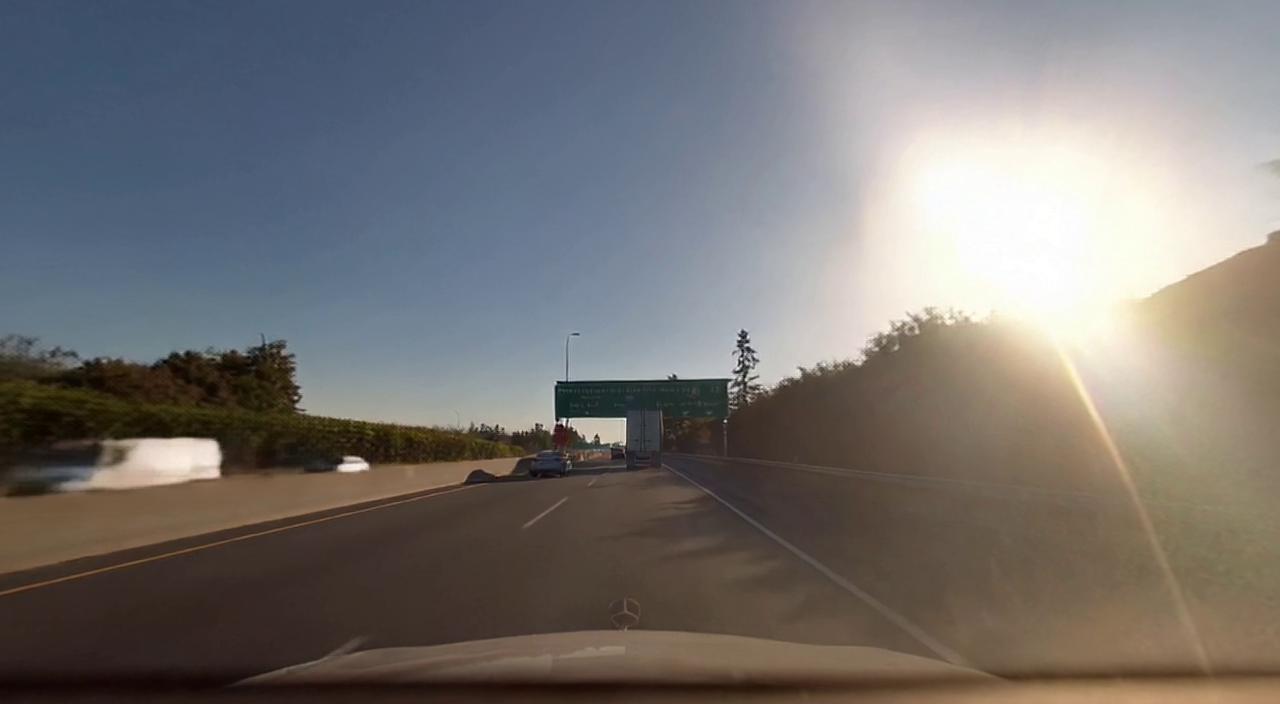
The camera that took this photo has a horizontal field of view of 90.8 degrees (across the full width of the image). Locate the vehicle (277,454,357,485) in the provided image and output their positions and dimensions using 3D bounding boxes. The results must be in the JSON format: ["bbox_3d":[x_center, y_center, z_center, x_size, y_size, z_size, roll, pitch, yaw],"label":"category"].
[{"bbox_3d":[-16.602,6.034,32.669,1.738,1.456,4.504,0,-9,0],"label":"vehicle"}]

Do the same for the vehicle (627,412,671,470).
[{"bbox_3d":[0.483,6.658,46.863,2.864,3.805,9.500,0,-9,-2],"label":"vehicle"}]

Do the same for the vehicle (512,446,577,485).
[{"bbox_3d":[-4.021,4.868,27.347,2.053,1.523,4.450,0,-9,0],"label":"vehicle"}]

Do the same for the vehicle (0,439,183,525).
[{"bbox_3d":[-12.495,2.697,13.603,1.944,1.532,4.382,0,-9,0],"label":"vehicle"}]
